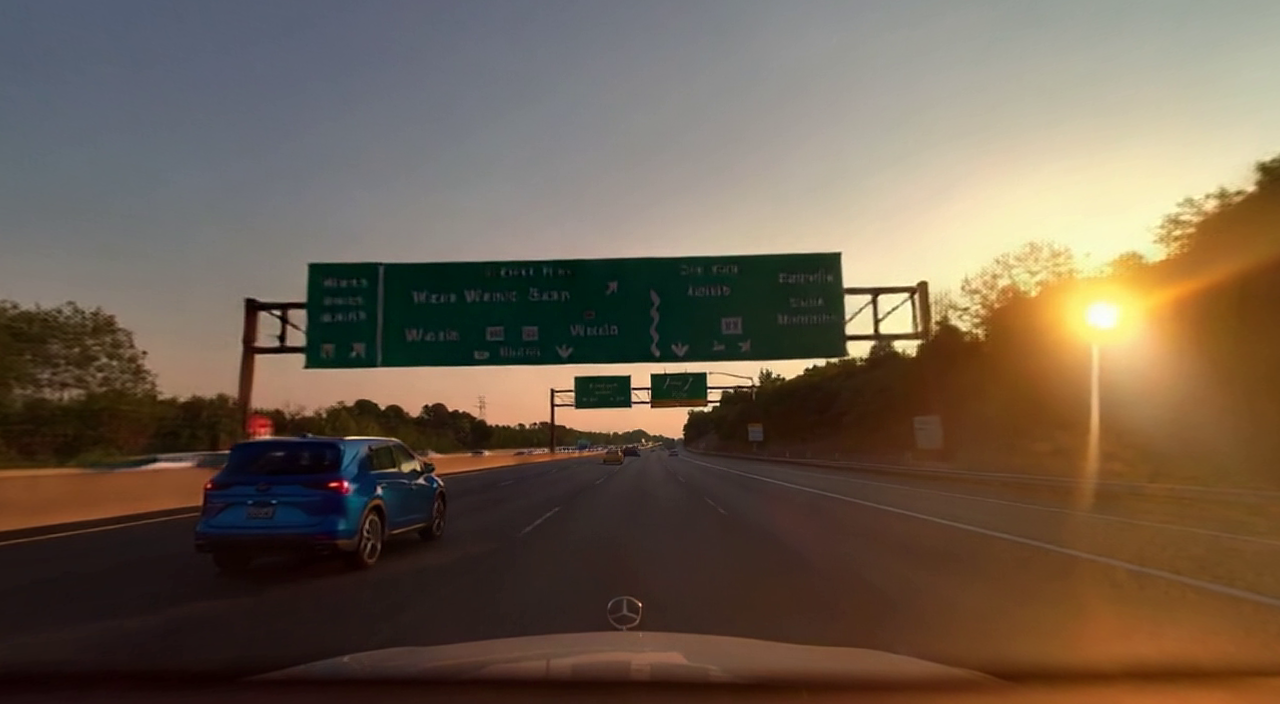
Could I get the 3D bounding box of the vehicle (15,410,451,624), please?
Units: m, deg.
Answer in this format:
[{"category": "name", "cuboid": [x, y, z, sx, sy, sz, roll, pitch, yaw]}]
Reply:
[{"category": "vehicle", "cuboid": [-3.766, 1.579, 6.986, 2.016, 1.623, 4.126, 0, -8, 1]}]
